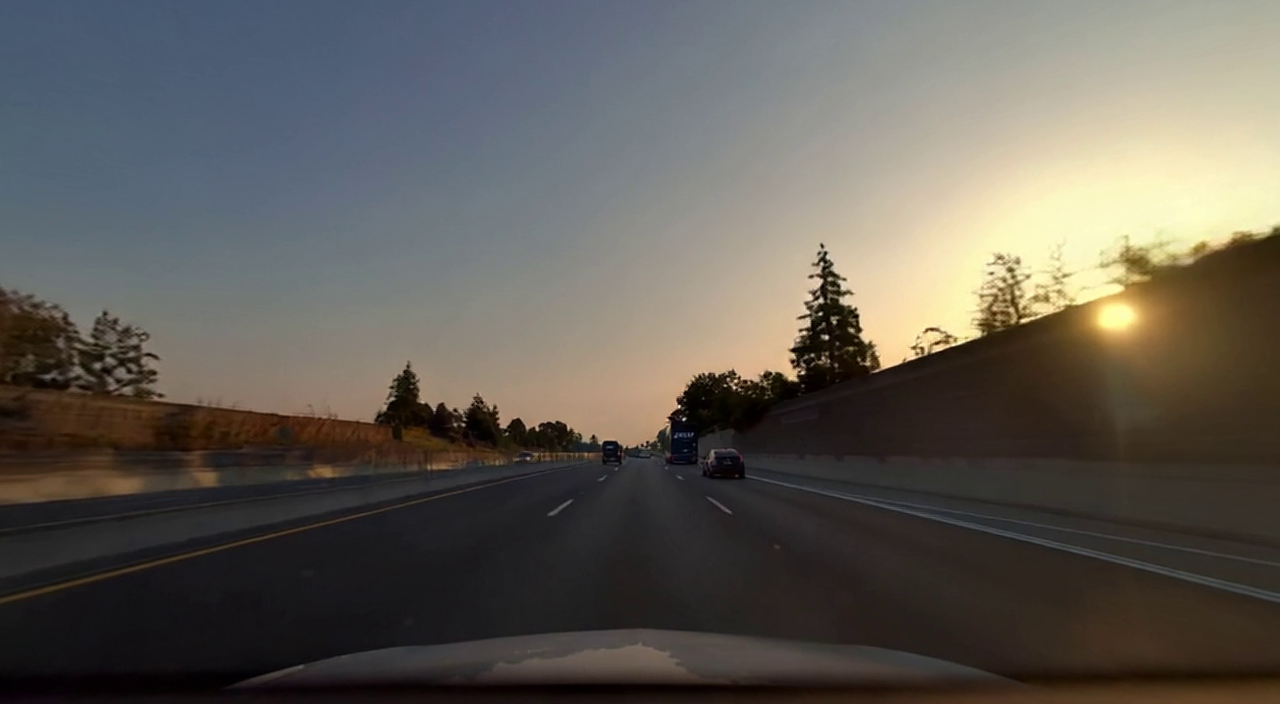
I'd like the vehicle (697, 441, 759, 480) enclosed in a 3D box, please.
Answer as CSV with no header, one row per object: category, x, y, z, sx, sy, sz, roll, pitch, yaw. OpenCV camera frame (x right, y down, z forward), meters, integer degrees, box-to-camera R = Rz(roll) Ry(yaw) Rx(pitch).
vehicle,3.900,4.891,28.669,2.066,1.638,4.158,0,-9,-2
